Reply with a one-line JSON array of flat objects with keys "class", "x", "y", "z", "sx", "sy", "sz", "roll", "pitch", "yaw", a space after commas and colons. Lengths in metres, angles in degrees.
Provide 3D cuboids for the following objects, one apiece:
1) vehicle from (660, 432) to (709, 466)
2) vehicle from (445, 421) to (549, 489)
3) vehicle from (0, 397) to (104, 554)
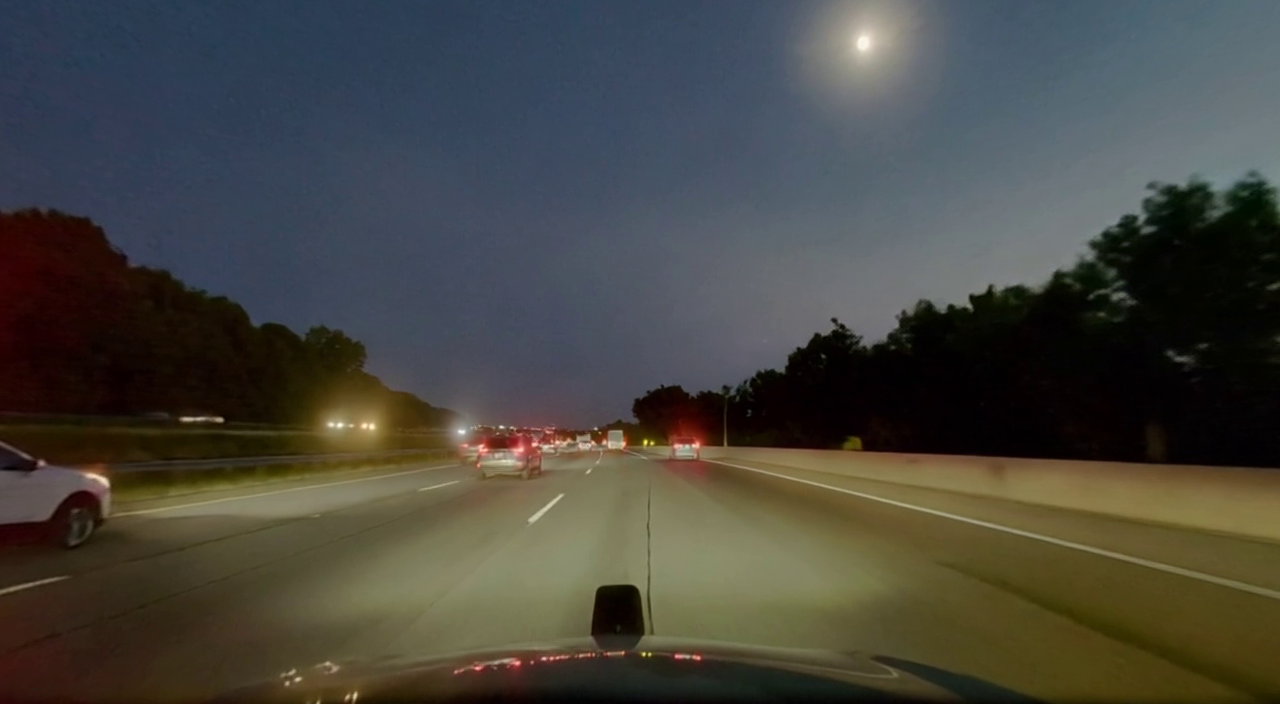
[{"class": "vehicle", "x": 2.294, "y": 5.146, "z": 33.566, "sx": 2.053, "sy": 1.698, "sz": 4.097, "roll": 1, "pitch": -8, "yaw": -3}, {"class": "vehicle", "x": -3.920, "y": 2.918, "z": 18.078, "sx": 2.002, "sy": 1.680, "sz": 4.301, "roll": 0, "pitch": -8, "yaw": -1}, {"class": "vehicle", "x": -8.085, "y": 1.184, "z": 5.758, "sx": 2.237, "sy": 1.703, "sz": 4.681, "roll": 0, "pitch": -8, "yaw": -1}]
